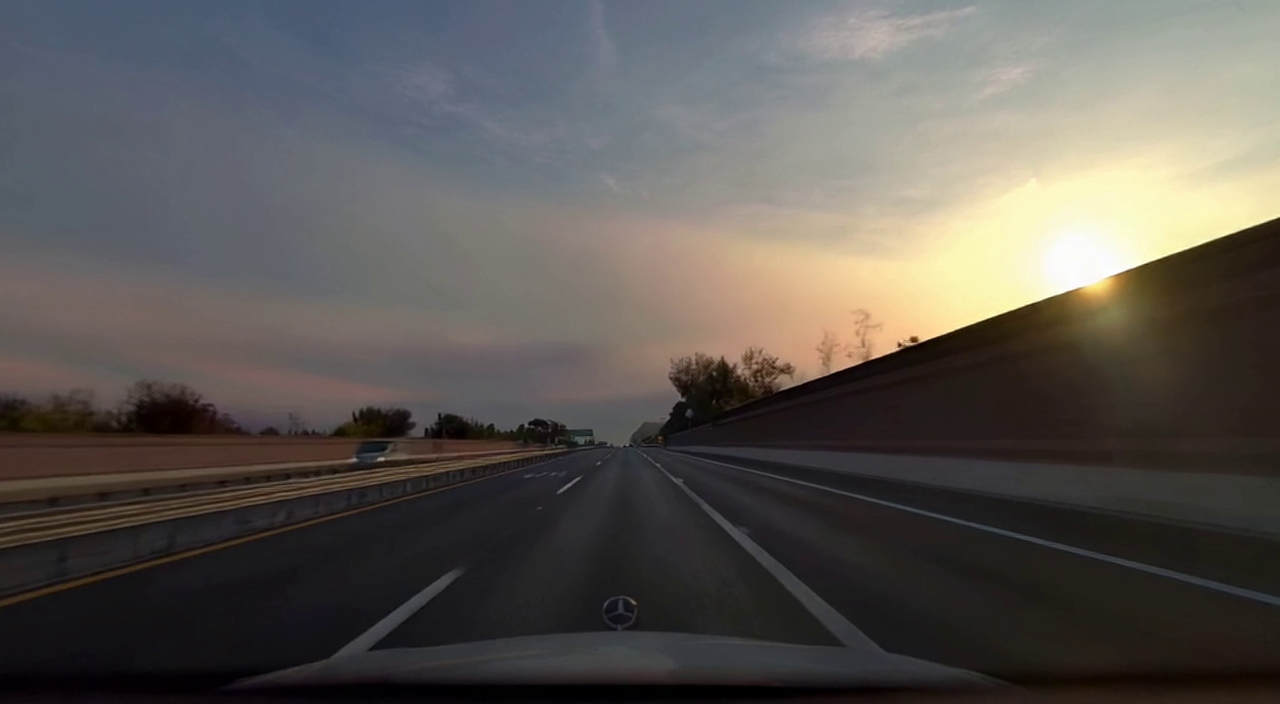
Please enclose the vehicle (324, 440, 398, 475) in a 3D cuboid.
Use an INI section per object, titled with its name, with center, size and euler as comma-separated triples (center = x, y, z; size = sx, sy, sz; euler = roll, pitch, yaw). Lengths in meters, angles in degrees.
[vehicle]
center = -16.254, 6.134, 36.956
size = 2.071, 1.855, 4.813
euler = 0, -8, 1
